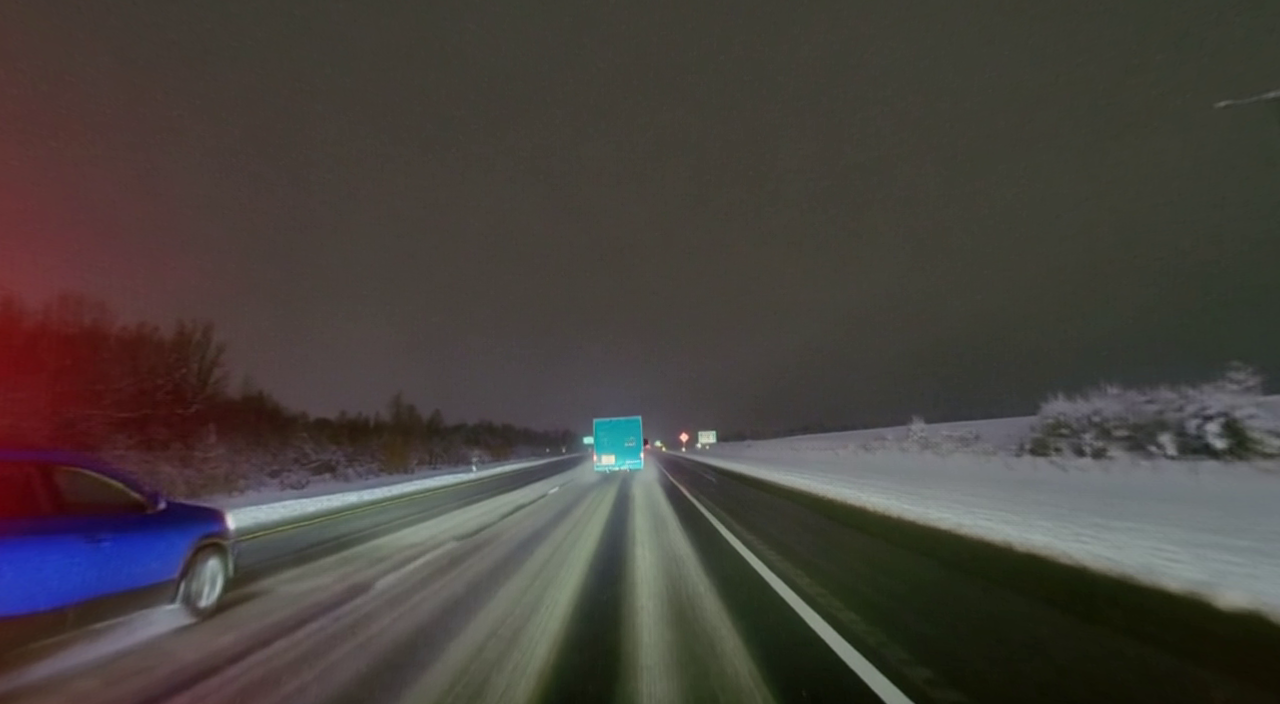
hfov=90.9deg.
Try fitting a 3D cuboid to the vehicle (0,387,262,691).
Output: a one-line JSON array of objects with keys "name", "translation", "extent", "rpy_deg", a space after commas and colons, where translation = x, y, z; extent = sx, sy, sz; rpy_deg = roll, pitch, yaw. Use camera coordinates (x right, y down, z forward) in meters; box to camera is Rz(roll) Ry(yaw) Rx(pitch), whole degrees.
[{"name": "vehicle", "translation": [-4.638, 1.055, 3.659], "extent": [2.198, 1.666, 4.311], "rpy_deg": [0, -8, 0]}]

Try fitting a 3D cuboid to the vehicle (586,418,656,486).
[{"name": "vehicle", "translation": [-0.645, 3.574, 22.757], "extent": [2.248, 2.154, 4.892], "rpy_deg": [0, -8, -1]}]
